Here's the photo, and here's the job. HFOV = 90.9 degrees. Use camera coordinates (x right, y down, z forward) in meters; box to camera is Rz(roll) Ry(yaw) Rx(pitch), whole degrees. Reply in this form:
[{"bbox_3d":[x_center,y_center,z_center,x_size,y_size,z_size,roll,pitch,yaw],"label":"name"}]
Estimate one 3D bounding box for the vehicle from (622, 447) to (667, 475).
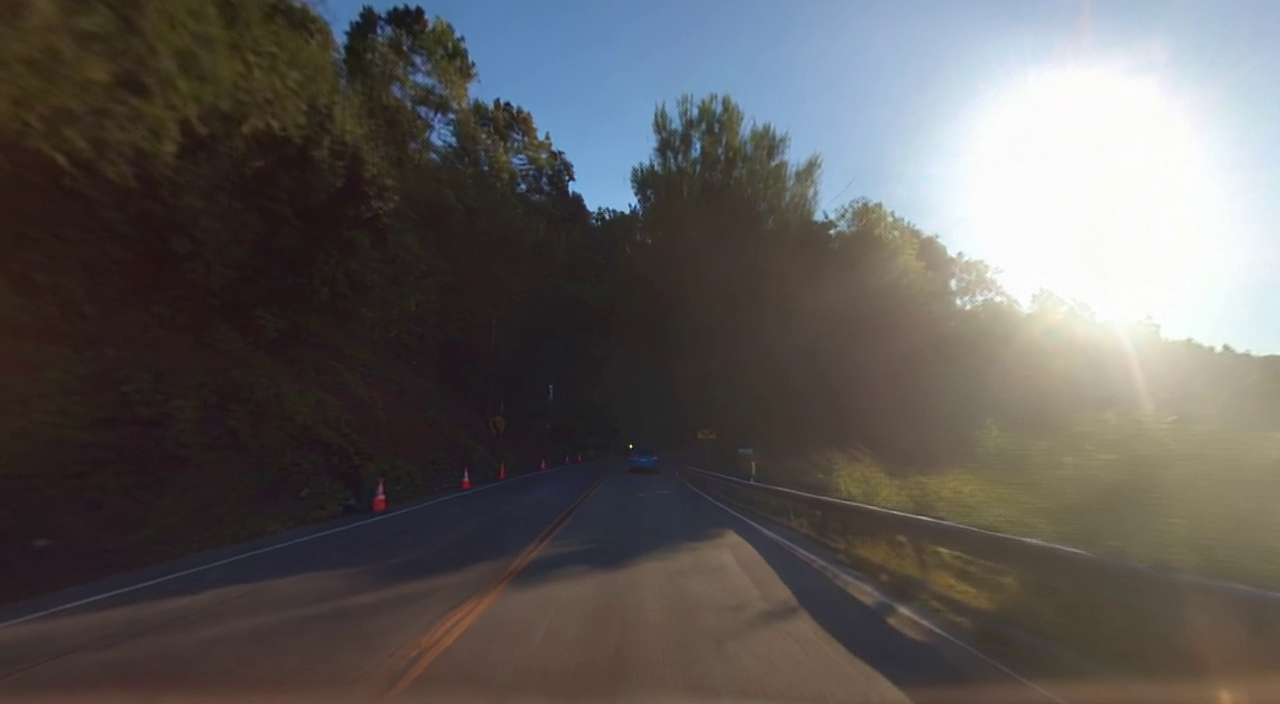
[{"bbox_3d":[0.338,6.195,36.065,2.259,1.503,4.075,-1,-9,5],"label":"vehicle"}]
